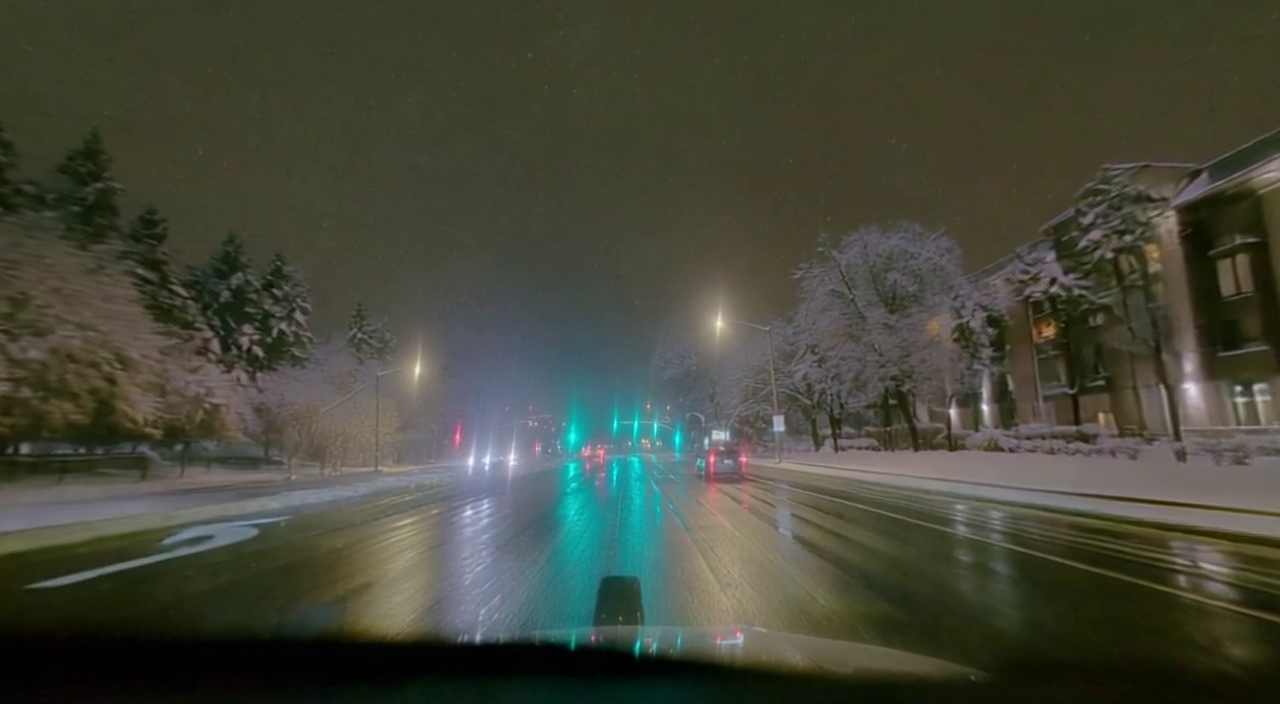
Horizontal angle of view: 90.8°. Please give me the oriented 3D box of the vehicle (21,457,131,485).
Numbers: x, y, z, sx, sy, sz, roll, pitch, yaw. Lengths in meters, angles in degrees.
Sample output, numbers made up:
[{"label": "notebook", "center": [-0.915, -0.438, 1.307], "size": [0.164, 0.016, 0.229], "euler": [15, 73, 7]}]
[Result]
[{"label": "vehicle", "center": [-31.969, 6.758, 35.901], "size": [4.363, 1.472, 1.892], "euler": [0, -9, -2]}]

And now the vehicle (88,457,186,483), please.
[{"label": "vehicle", "center": [-30.858, 7.235, 38.859], "size": [4.325, 1.484, 1.899], "euler": [0, -9, -1]}]

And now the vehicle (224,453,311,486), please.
[{"label": "vehicle", "center": [-19.321, 6.095, 33.013], "size": [1.876, 1.506, 4.231], "euler": [-1, -8, 2]}]

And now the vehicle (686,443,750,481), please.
[{"label": "vehicle", "center": [3.226, 4.648, 26.976], "size": [1.966, 1.449, 4.290], "euler": [0, -8, -3]}]
